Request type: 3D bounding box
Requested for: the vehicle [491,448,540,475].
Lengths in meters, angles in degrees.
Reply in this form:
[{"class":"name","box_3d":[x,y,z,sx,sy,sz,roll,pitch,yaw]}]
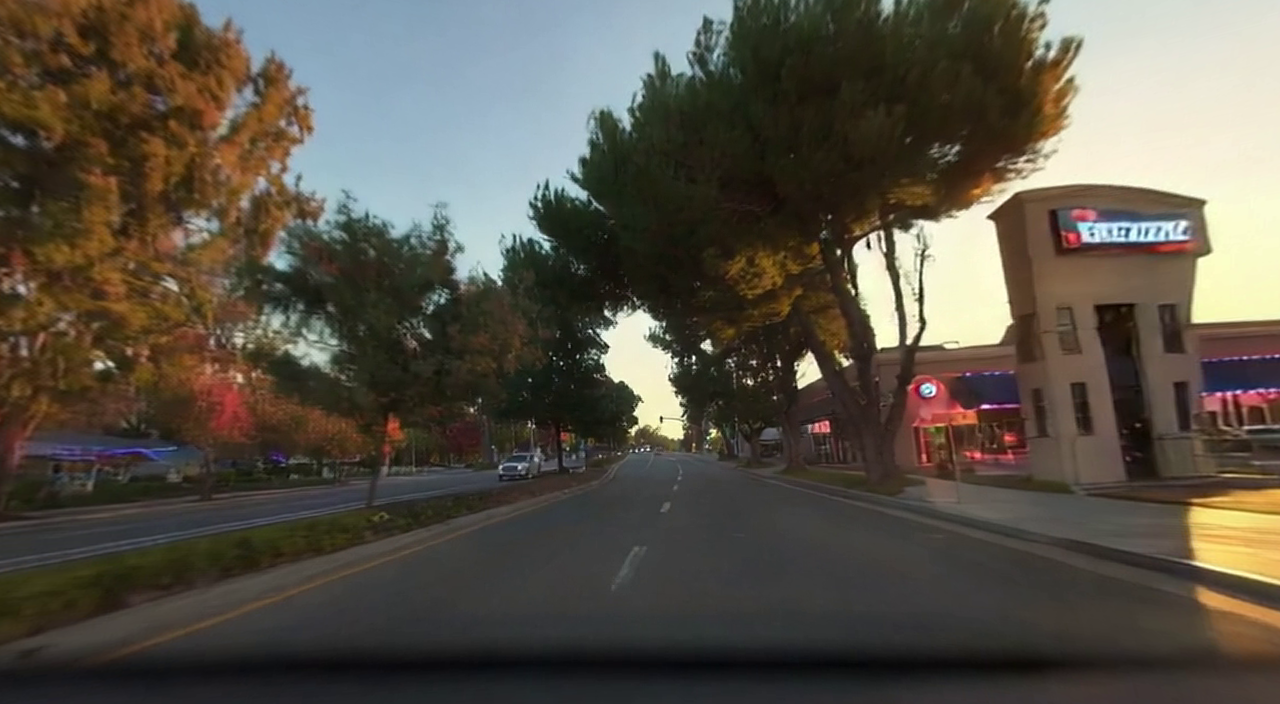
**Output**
[{"class":"vehicle","box_3d":[-8.893,7.846,45.373,2.209,1.773,4.481,-1,-9,5]}]
